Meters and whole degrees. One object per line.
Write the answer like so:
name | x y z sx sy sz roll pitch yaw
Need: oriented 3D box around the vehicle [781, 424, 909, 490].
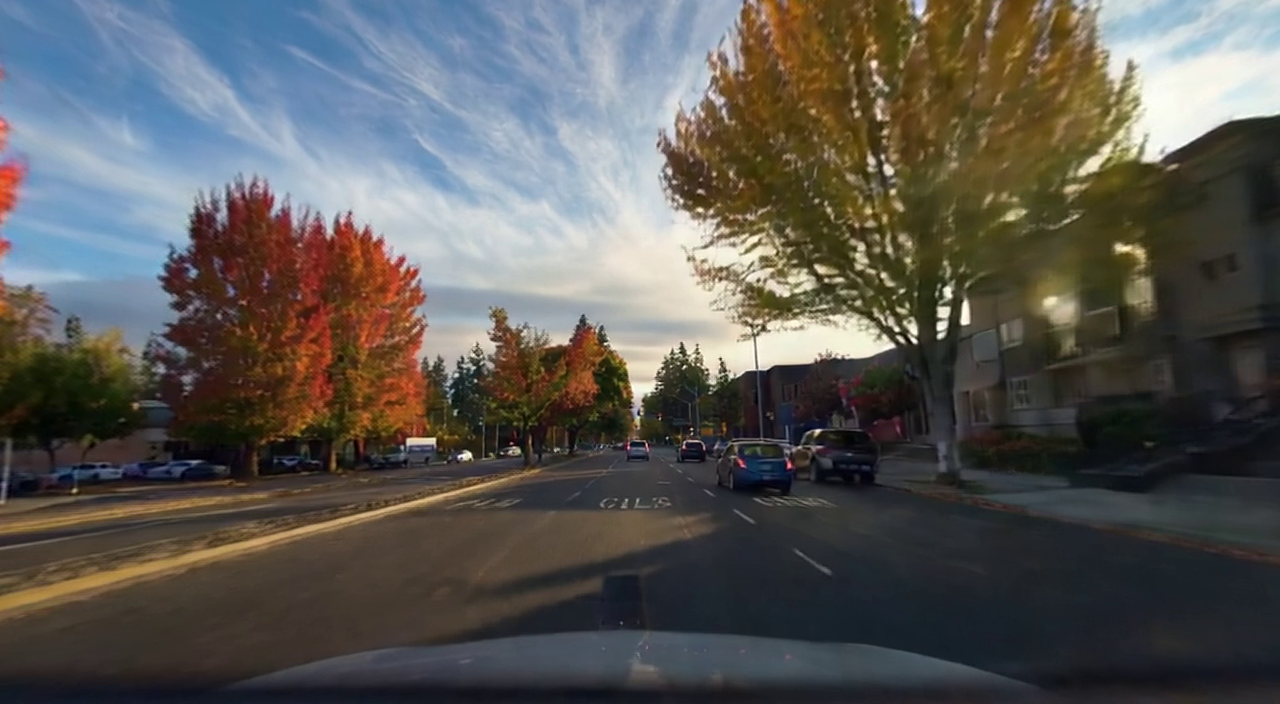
vehicle | 6.795 3.596 21.777 2.378 1.946 5.826 0 -9 -1

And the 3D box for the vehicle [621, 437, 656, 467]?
vehicle | -0.143 6.731 42.554 2.239 1.856 4.815 0 -9 -1

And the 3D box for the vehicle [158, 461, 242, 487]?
vehicle | -30.726 8.513 44.049 4.370 1.725 2.052 -1 -9 5

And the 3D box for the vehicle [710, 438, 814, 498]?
vehicle | 3.348 3.288 18.239 1.977 1.498 4.521 0 -9 -2

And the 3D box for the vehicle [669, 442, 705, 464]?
vehicle | 3.343 7.302 45.599 2.178 1.546 4.311 0 -9 0

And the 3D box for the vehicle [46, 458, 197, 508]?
vehicle | -22.495 5.669 27.685 2.113 1.865 5.128 -1 -9 2
